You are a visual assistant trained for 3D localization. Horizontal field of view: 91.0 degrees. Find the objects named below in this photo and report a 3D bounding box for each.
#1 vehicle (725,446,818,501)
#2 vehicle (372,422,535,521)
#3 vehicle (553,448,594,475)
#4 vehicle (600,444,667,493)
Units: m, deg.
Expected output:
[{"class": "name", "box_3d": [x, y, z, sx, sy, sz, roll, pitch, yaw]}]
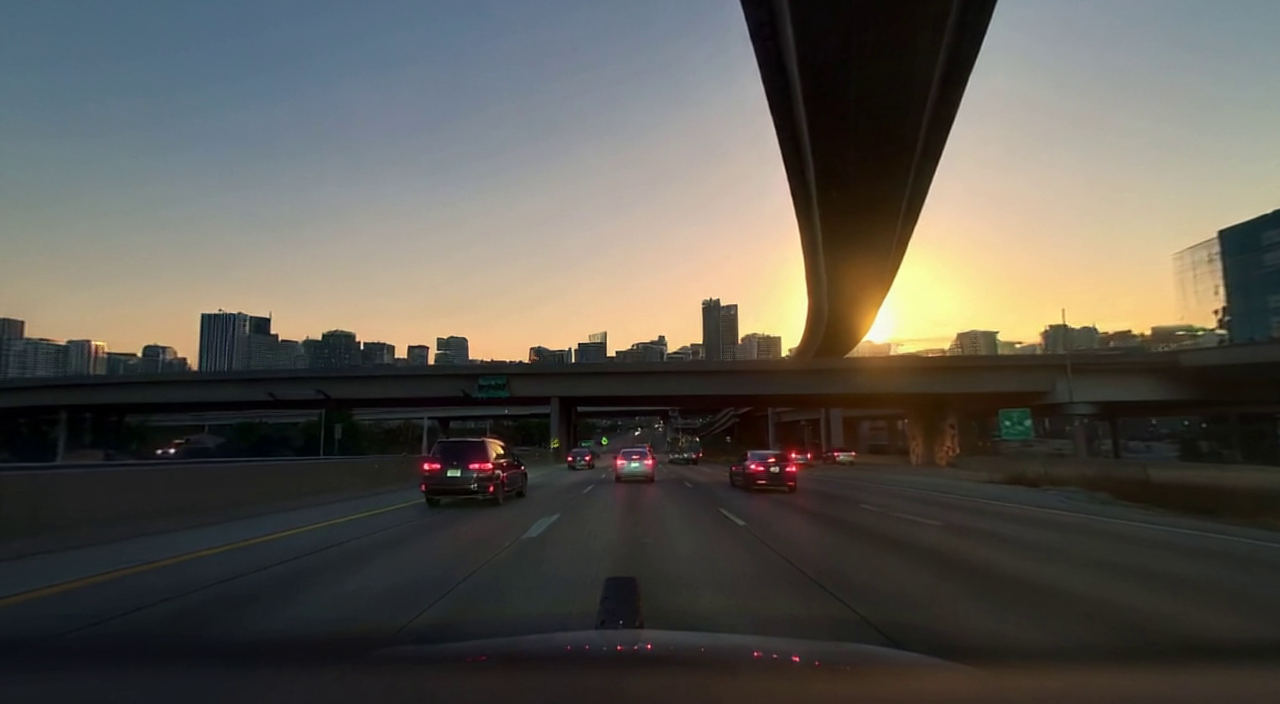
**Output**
[{"class": "vehicle", "box_3d": [3.906, 3.664, 19.425, 1.974, 1.490, 3.994, 0, -9, -1]}, {"class": "vehicle", "box_3d": [-3.889, 2.591, 14.178, 2.142, 1.819, 4.648, 0, -9, 1]}, {"class": "vehicle", "box_3d": [-3.758, 6.294, 36.288, 1.868, 1.431, 4.055, 0, -9, 1]}, {"class": "vehicle", "box_3d": [-0.190, 3.951, 21.726, 2.089, 1.493, 3.964, 0, -9, 0]}]
